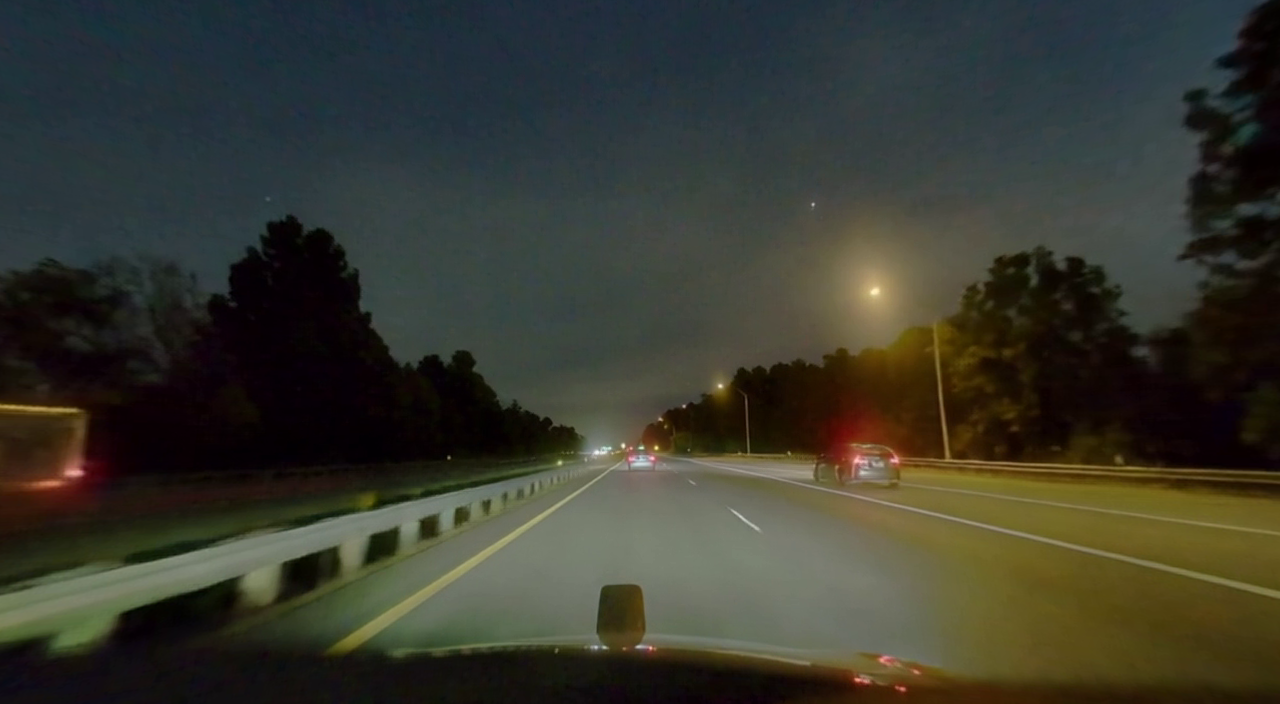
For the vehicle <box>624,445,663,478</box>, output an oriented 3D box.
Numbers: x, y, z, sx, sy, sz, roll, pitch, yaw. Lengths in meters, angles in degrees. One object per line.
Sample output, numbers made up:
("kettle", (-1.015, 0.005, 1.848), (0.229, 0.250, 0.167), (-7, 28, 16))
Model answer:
("vehicle", (0.164, 5.885, 33.945), (1.987, 1.658, 3.620), (0, -9, -1))
